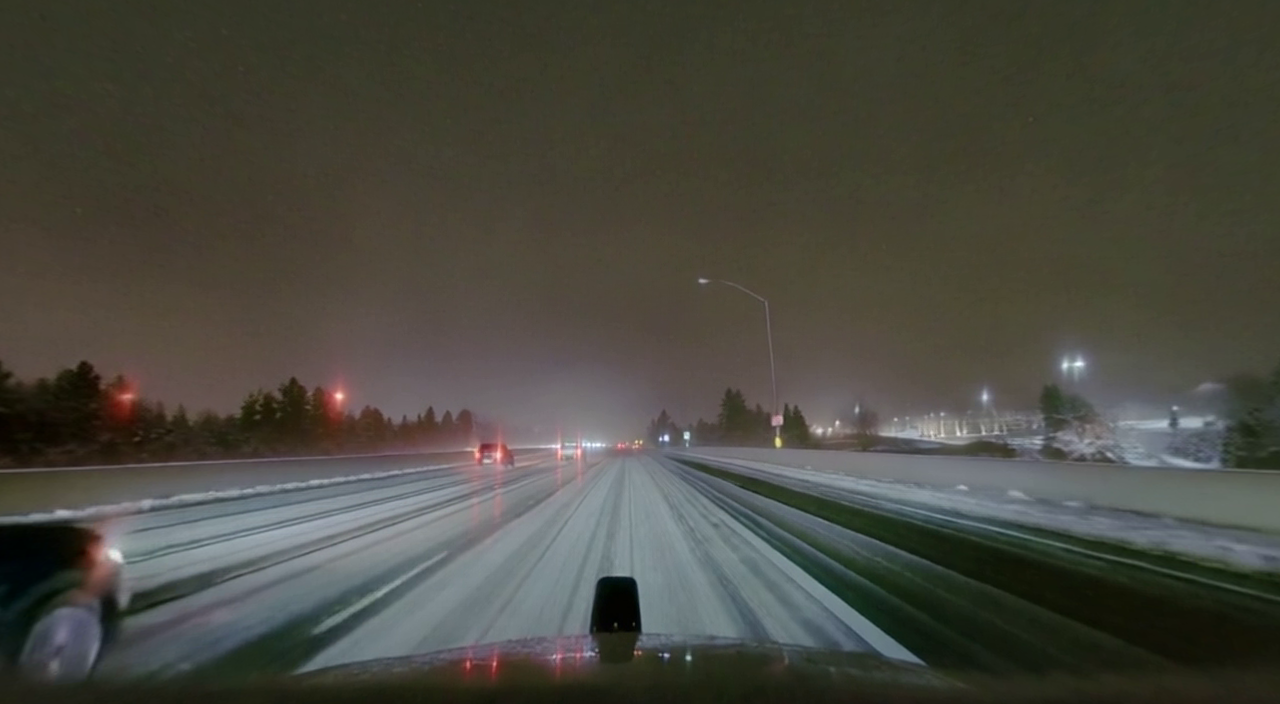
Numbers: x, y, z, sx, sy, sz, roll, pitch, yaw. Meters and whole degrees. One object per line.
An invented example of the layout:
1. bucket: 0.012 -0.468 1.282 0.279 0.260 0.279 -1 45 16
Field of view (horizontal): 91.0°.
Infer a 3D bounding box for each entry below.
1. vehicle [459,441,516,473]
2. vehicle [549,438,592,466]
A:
1. vehicle: -8.070 5.568 33.758 1.924 1.519 4.791 0 -8 0
2. vehicle: -4.381 6.376 40.300 2.200 1.662 5.091 0 -8 0
